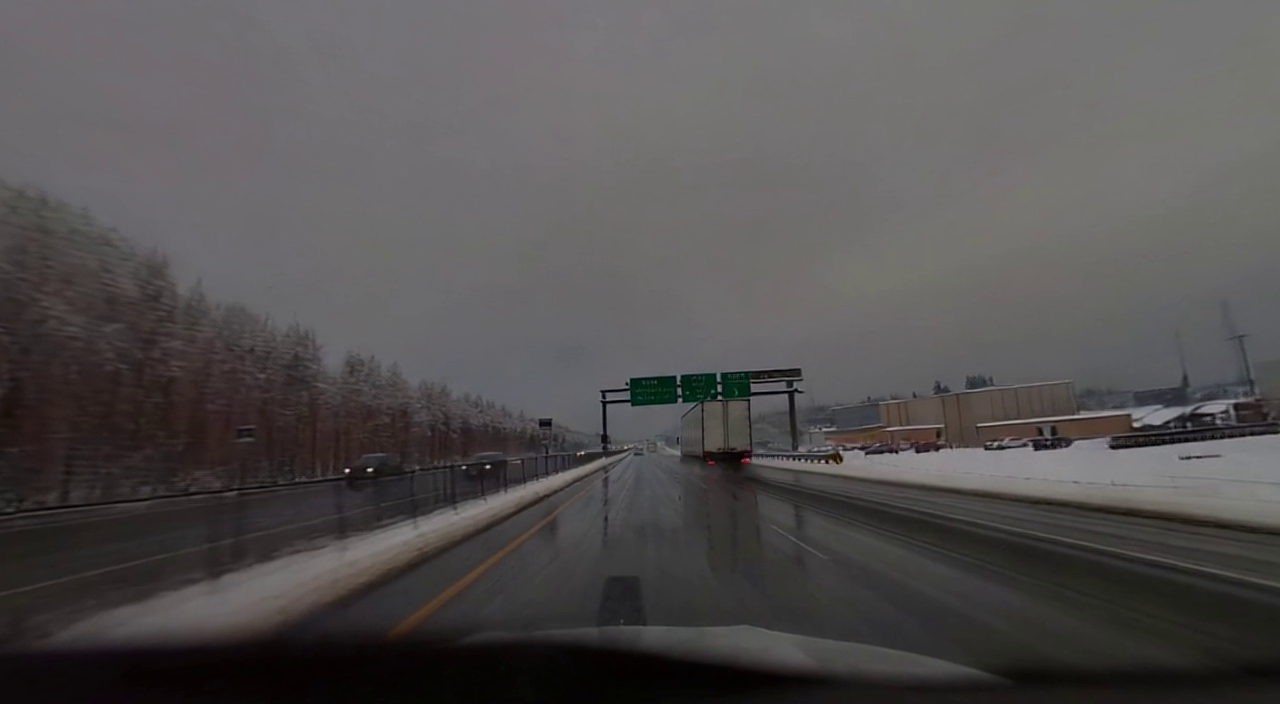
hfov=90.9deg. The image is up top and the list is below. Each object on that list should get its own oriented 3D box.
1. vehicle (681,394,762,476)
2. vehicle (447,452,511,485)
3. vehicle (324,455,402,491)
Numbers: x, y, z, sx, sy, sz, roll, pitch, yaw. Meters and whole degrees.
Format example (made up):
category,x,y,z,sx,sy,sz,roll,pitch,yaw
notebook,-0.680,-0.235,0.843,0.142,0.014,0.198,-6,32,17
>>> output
category,x,y,z,sx,sy,sz,roll,pitch,yaw
vehicle,4.458,5.118,38.068,3.038,4.047,13.741,0,-9,0
vehicle,-7.962,5.803,31.587,2.007,1.466,4.320,0,-9,1
vehicle,-13.170,5.780,30.294,1.868,1.531,4.082,0,-9,0
